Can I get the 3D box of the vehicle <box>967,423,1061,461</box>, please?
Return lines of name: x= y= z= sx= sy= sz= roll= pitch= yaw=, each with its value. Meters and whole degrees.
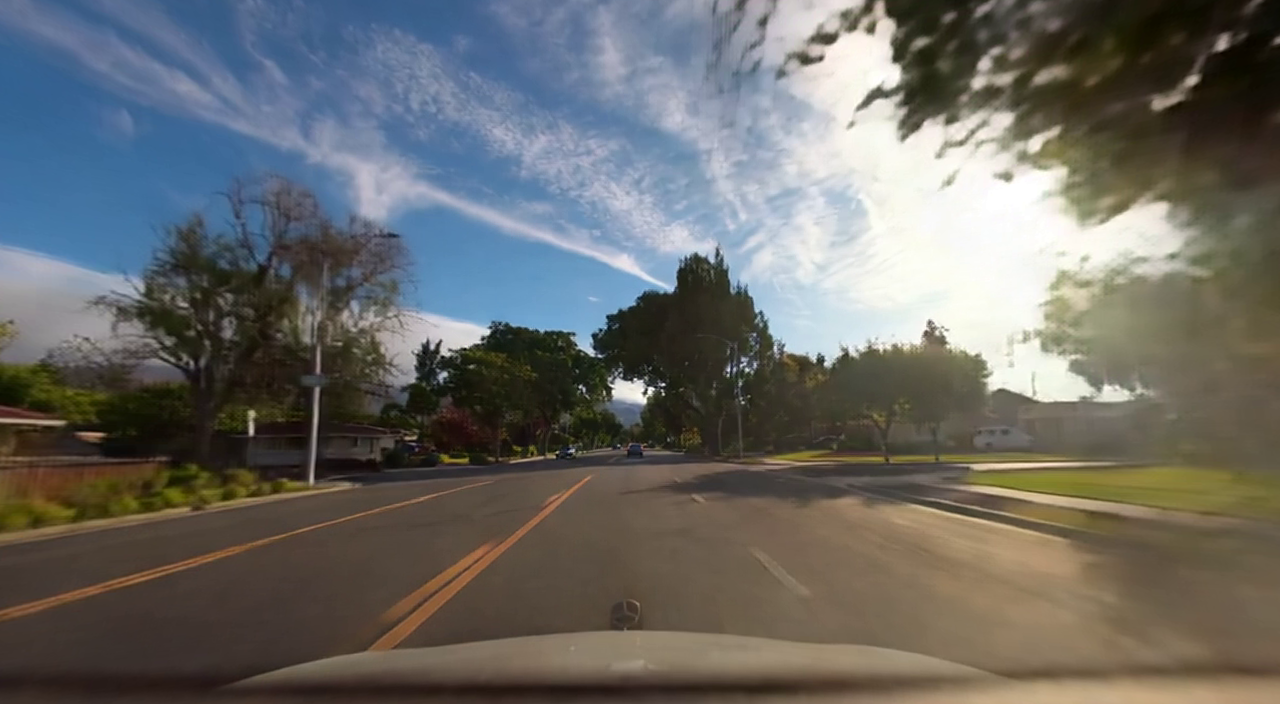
vehicle: x=28.705 y=6.901 z=48.654 sx=5.564 sy=2.741 sz=2.347 roll=0 pitch=-8 yaw=4
